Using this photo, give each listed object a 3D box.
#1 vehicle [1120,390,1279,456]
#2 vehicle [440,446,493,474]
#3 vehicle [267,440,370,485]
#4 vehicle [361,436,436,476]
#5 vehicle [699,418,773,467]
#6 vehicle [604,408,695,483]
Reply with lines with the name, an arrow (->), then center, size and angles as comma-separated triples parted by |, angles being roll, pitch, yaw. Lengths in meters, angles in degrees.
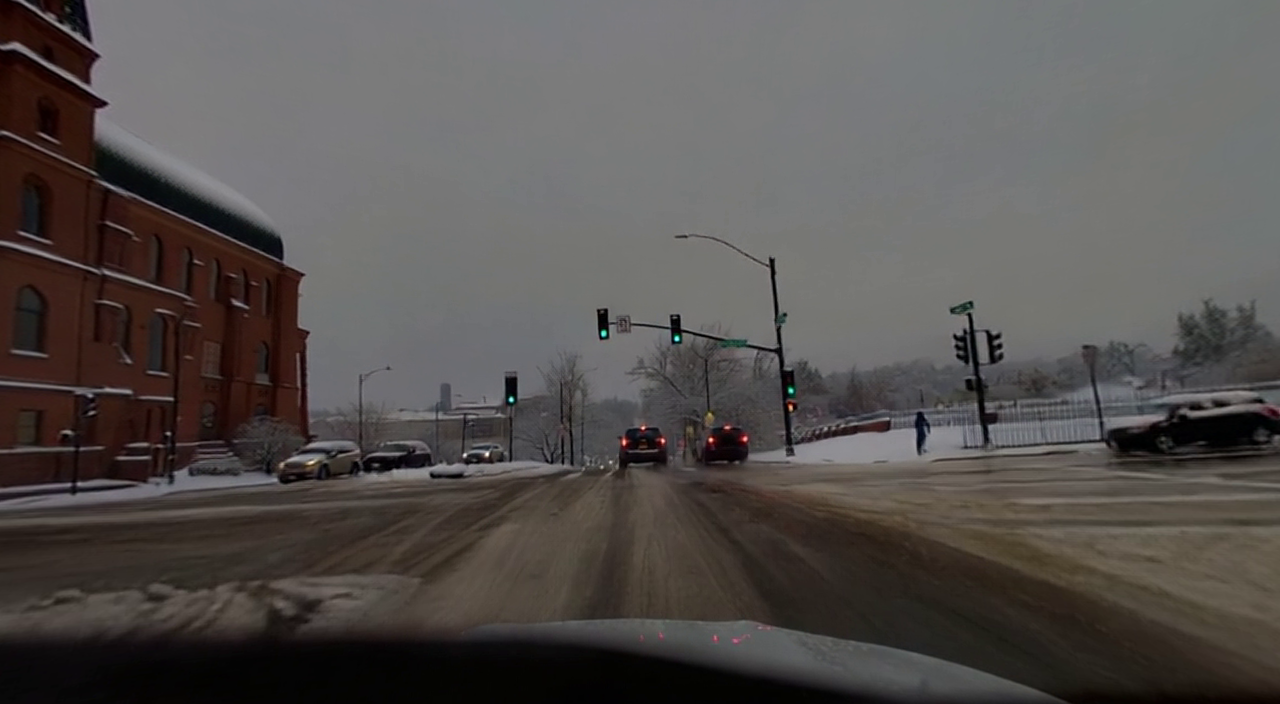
vehicle -> 15.845, 1.830, 16.751 | 4.488, 1.475, 2.083 | -3, -7, -1
vehicle -> -11.398, 7.117, 41.865 | 2.170, 1.746, 4.565 | 0, -9, 0
vehicle -> -14.954, 5.203, 29.828 | 1.969, 1.896, 5.404 | 1, -10, 0
vehicle -> -11.903, 5.215, 31.526 | 2.069, 1.790, 4.358 | -1, -10, -1
vehicle -> 3.673, 3.619, 25.098 | 2.080, 1.735, 4.650 | 0, -9, -1
vehicle -> 0.174, 2.501, 17.295 | 2.168, 1.776, 4.135 | 0, -7, -1
